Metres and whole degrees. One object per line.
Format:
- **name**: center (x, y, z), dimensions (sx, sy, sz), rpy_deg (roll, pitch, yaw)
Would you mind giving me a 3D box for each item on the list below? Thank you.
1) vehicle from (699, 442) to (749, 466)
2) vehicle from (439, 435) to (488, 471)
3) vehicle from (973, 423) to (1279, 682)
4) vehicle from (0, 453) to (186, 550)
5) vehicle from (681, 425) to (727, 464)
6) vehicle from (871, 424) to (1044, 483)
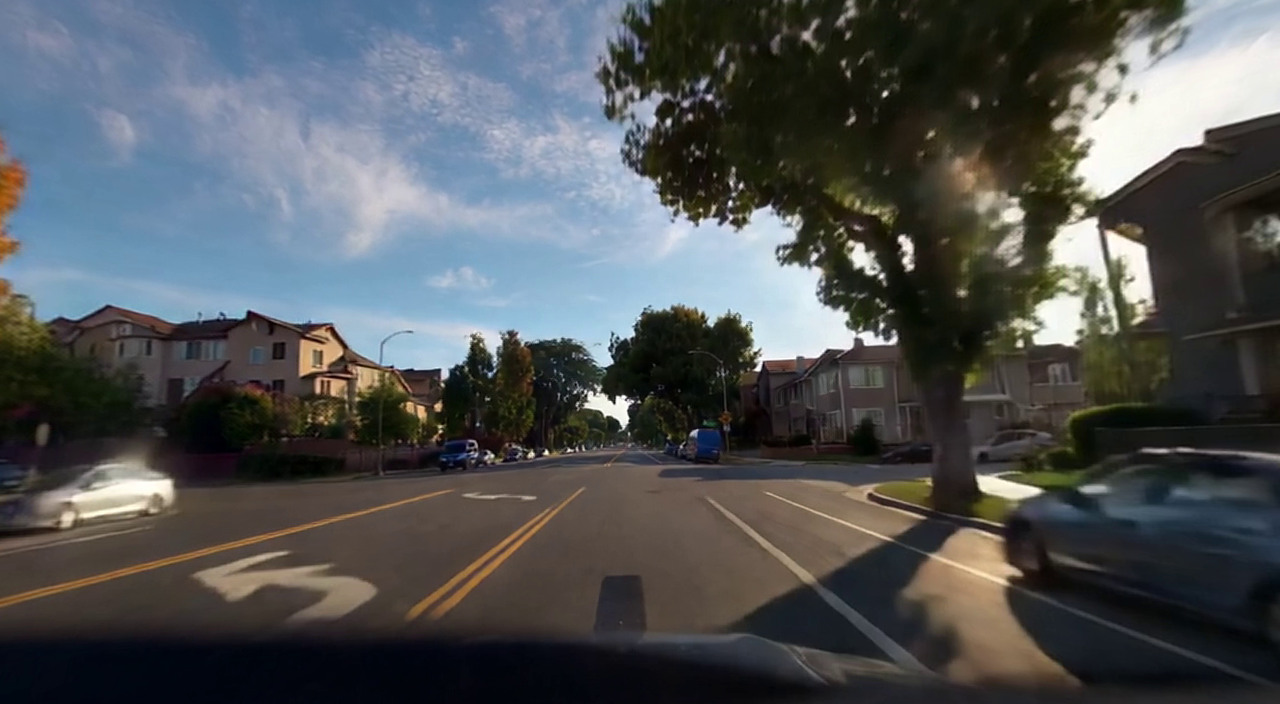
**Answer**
- **vehicle**: center (5.338, 6.535, 40.758), dimensions (1.848, 1.468, 4.332), rpy_deg (2, -9, -12)
- **vehicle**: center (-12.912, 7.397, 46.570), dimensions (2.164, 2.386, 5.460), rpy_deg (-2, -7, -1)
- **vehicle**: center (4.884, 1.341, 4.677), dimensions (2.059, 1.546, 4.985), rpy_deg (0, -8, -1)
- **vehicle**: center (-12.408, 3.094, 13.687), dimensions (1.920, 1.629, 4.599), rpy_deg (-2, -8, -3)
- **vehicle**: center (4.599, 6.799, 46.286), dimensions (2.414, 2.670, 5.833), rpy_deg (1, -8, -4)
- **vehicle**: center (12.038, 3.801, 24.076), dimensions (5.666, 1.871, 2.216), rpy_deg (0, -8, -14)
